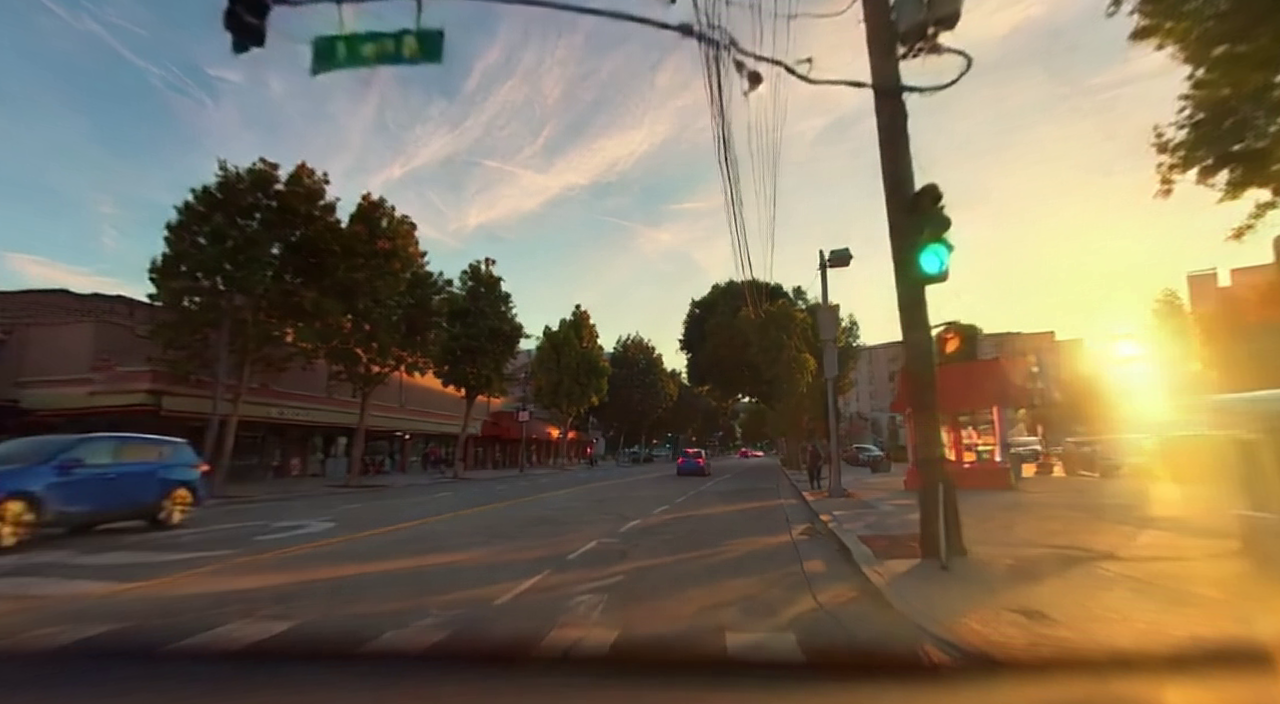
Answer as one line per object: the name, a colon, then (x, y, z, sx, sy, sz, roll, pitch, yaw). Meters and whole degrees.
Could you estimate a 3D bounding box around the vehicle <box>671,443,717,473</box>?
vehicle: (3.353, 6.458, 38.755, 2.101, 1.721, 4.364, -2, -9, 14)

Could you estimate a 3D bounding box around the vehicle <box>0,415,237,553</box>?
vehicle: (-8.722, 1.893, 9.487, 2.017, 1.684, 4.483, -1, -9, 7)
